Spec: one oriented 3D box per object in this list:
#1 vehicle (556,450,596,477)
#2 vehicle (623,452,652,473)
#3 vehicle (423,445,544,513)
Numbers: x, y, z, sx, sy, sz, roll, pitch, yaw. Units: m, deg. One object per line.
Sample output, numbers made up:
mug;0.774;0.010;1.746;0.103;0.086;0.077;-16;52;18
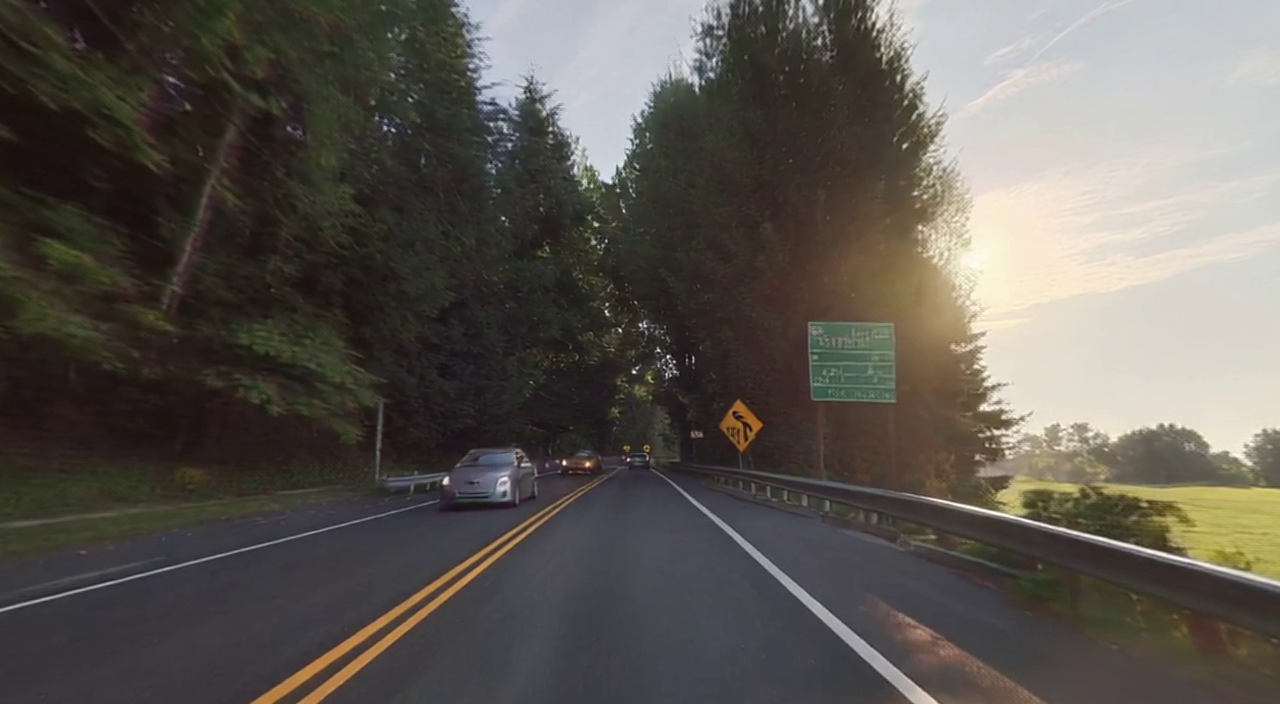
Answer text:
vehicle;-3.908;6.889;39.225;2.065;1.517;4.225;0;-9;0
vehicle;-0.219;8.100;46.488;2.067;1.486;3.861;0;-9;-1
vehicle;-3.839;3.178;16.355;1.981;1.486;4.348;0;-9;1
